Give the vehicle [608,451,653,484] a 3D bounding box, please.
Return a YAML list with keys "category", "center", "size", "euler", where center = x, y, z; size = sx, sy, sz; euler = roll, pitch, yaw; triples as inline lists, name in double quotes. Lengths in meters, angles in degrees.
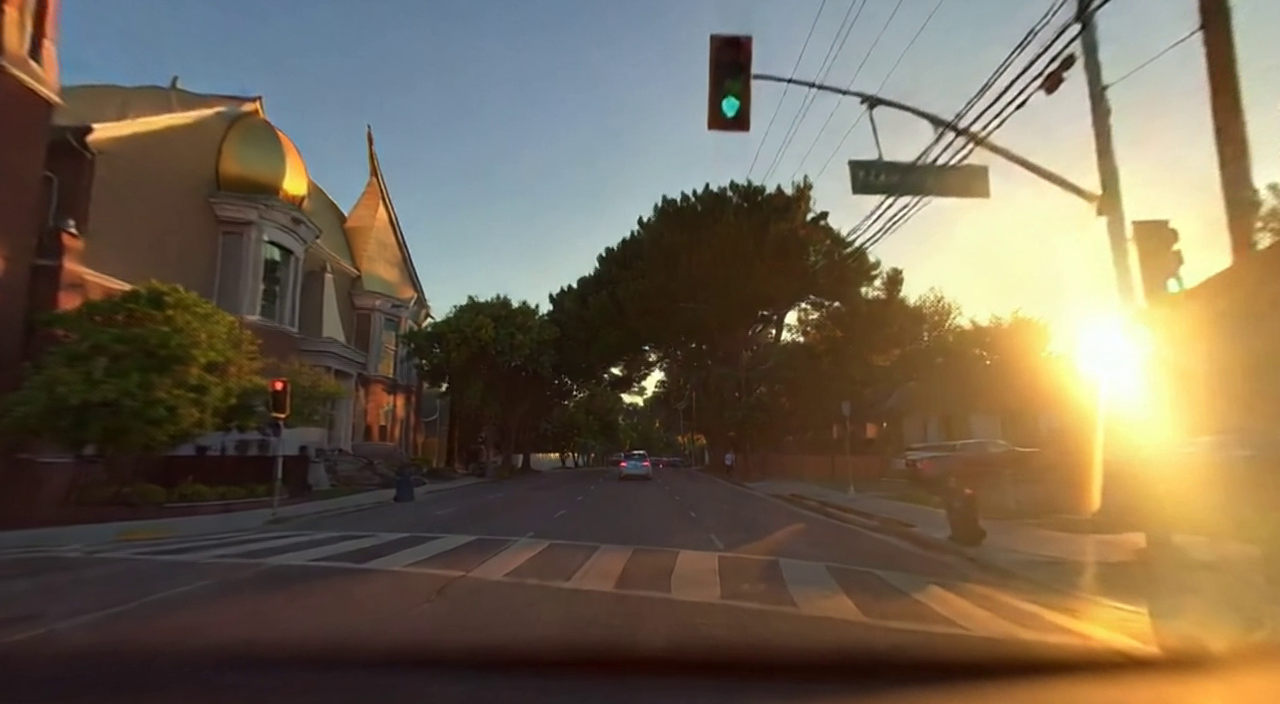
- category: "vehicle"
  center: [-0.453, 5.732, 31.417]
  size: [2.093, 1.497, 4.010]
  euler: [0, -9, -1]
